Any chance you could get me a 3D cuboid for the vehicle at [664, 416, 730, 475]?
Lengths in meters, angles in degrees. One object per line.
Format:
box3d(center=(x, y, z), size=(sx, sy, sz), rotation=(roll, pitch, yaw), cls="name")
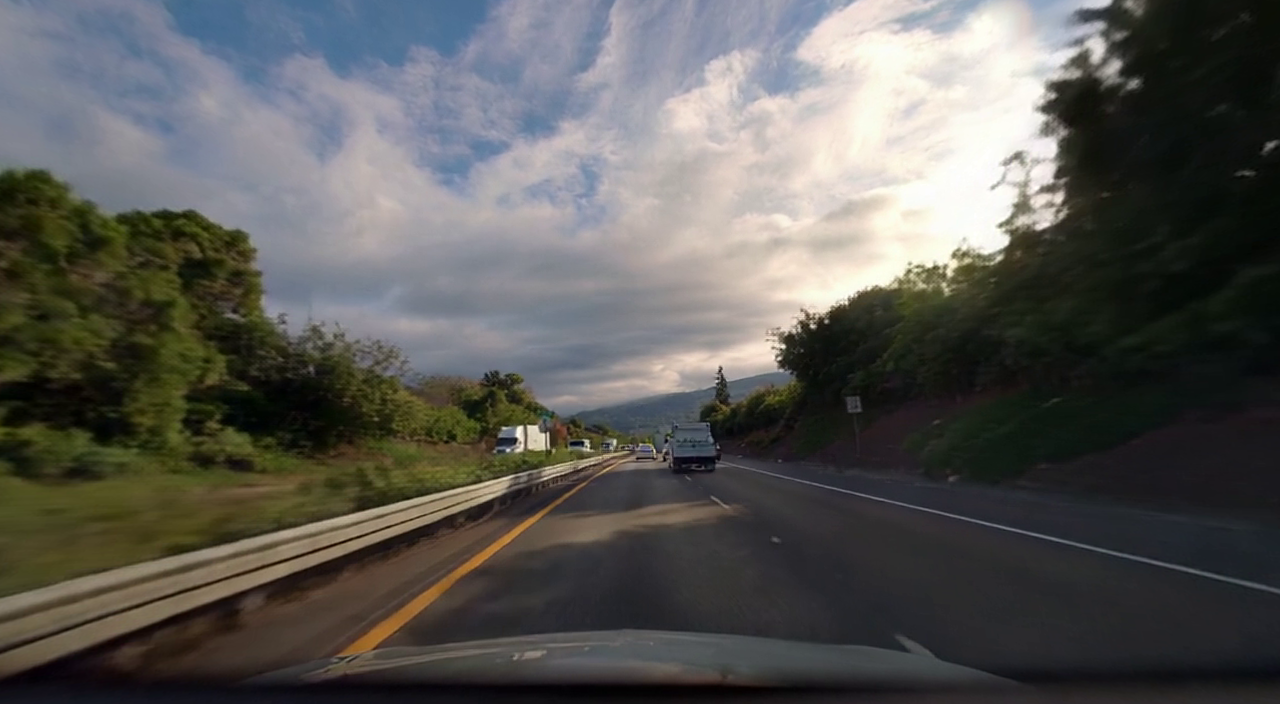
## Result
box3d(center=(2.578, 4.441, 29.957), size=(2.423, 2.517, 5.055), rotation=(0, -9, -3), cls="vehicle")
